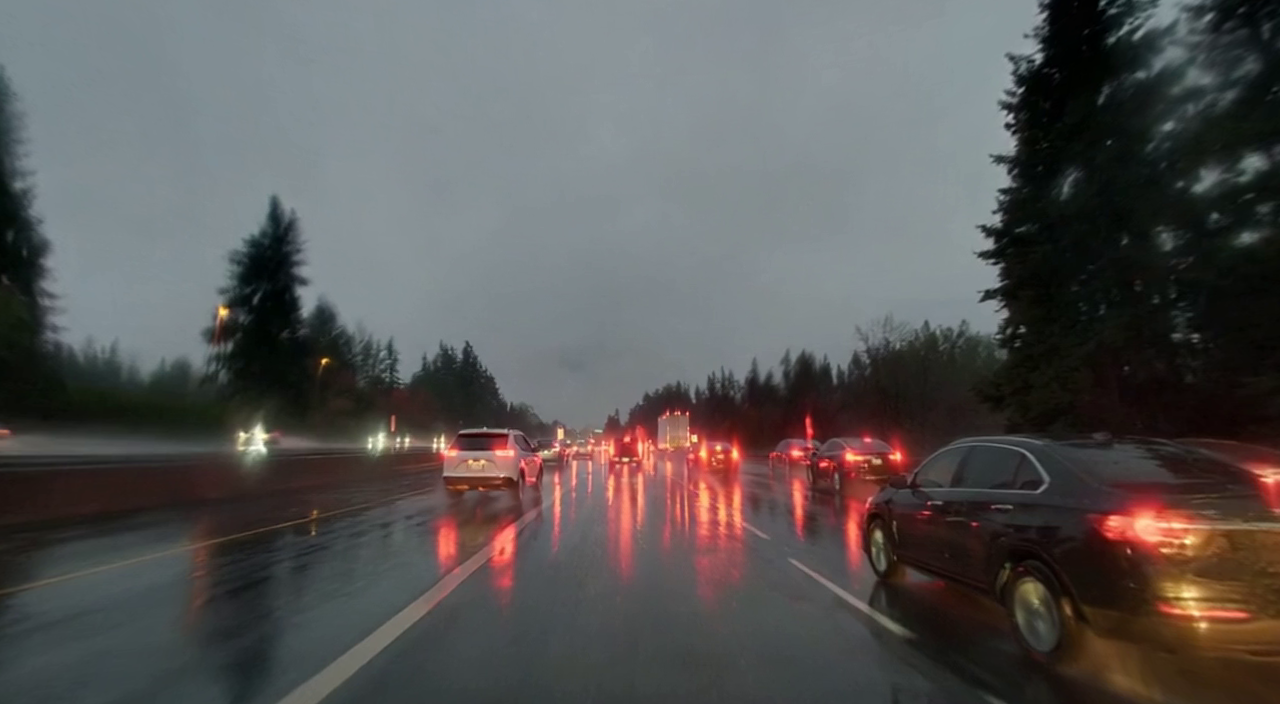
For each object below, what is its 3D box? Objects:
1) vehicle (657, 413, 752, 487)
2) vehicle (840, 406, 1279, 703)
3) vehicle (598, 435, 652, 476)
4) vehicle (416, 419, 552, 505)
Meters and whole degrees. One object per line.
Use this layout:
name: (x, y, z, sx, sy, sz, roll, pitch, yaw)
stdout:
vehicle: (3.082, 5.306, 34.632, 3.426, 3.279, 12.313, 1, -8, -2)
vehicle: (3.223, 1.299, 4.685, 2.031, 1.504, 4.327, 0, -9, 0)
vehicle: (-0.656, 4.612, 28.306, 2.235, 1.682, 4.094, 0, -9, -1)
vehicle: (-3.643, 2.701, 15.823, 2.176, 1.783, 4.799, 0, -9, 0)
